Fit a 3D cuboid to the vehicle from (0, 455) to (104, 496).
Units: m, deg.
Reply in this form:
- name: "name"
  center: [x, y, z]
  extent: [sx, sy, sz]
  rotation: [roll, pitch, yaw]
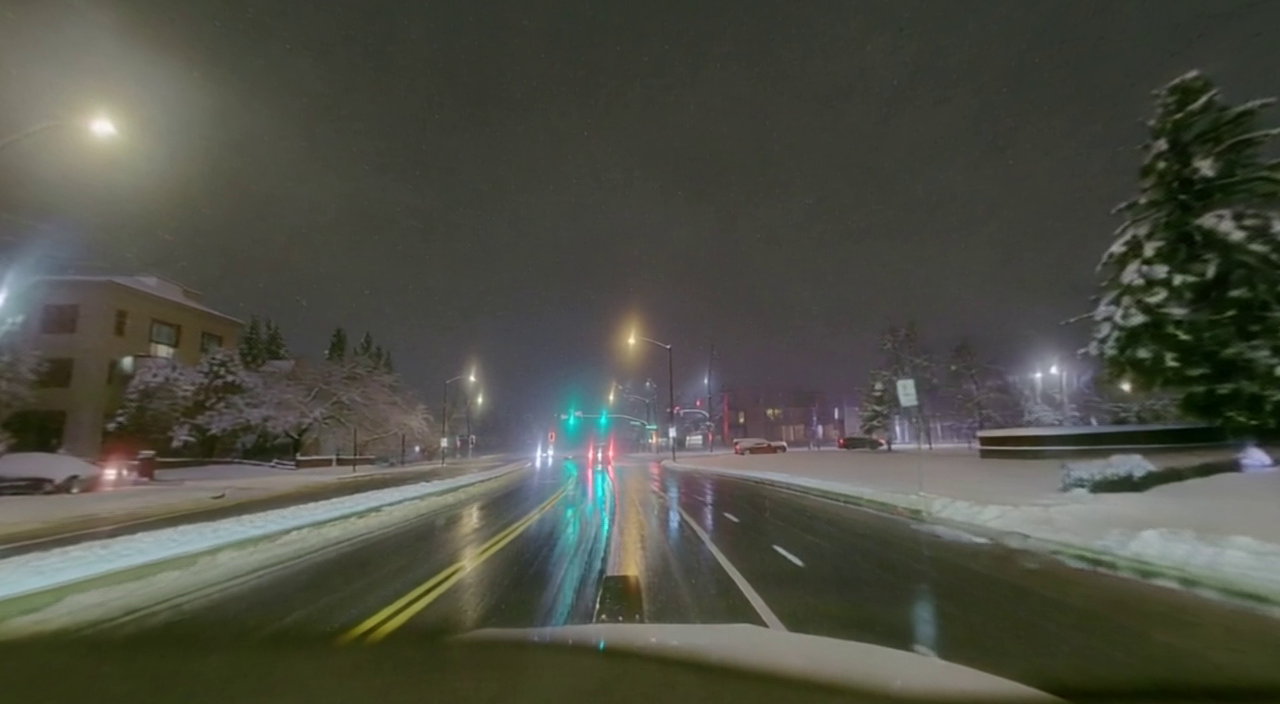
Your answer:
- name: "vehicle"
  center: [-25.896, 5.198, 26.876]
  extent: [1.876, 1.503, 4.910]
  rotation: [0, -8, 0]

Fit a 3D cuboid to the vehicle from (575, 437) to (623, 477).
- name: "vehicle"
  center: [-2.035, 5.151, 31.371]
  extent: [2.230, 1.827, 4.298]
  rotation: [0, -8, -4]
